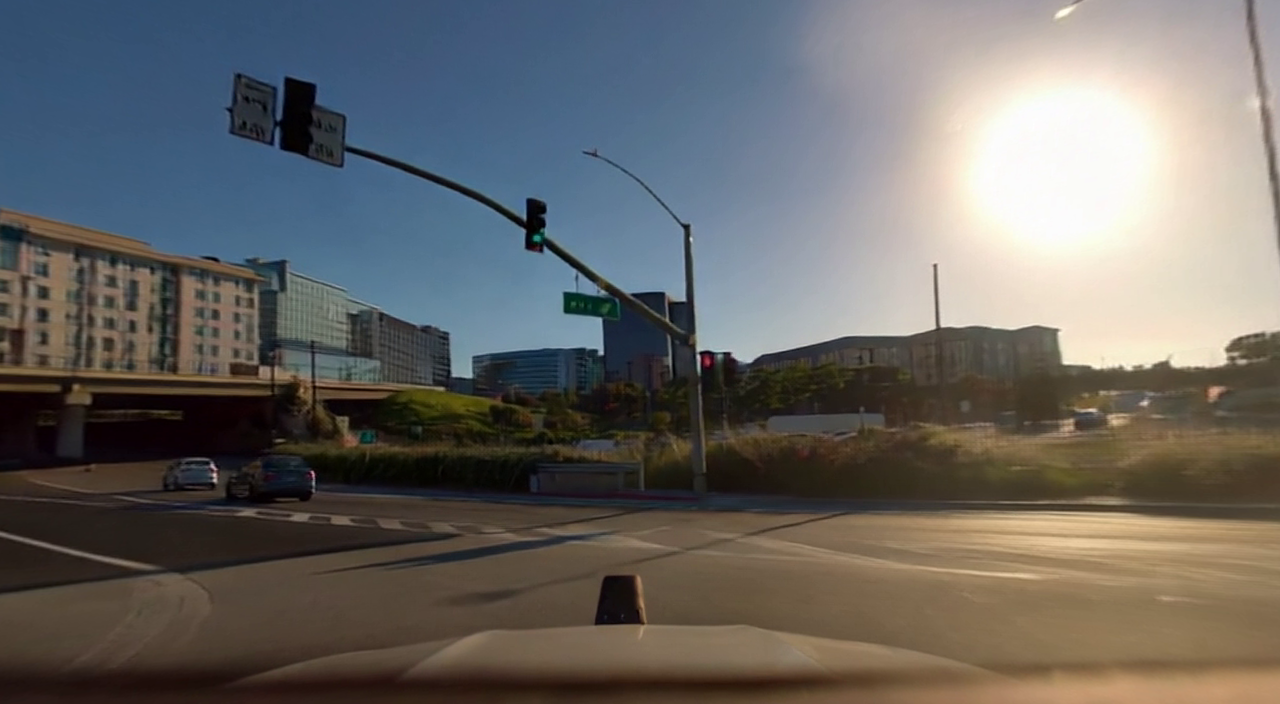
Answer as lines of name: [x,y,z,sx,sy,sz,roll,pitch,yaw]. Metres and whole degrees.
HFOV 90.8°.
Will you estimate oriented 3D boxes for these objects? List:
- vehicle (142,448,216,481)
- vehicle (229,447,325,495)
vehicle: [-24.743,5.976,33.885,3.852,1.605,2.007,-6,-9,35]
vehicle: [-13.565,4.358,23.519,3.874,1.516,2.048,-8,-10,44]
